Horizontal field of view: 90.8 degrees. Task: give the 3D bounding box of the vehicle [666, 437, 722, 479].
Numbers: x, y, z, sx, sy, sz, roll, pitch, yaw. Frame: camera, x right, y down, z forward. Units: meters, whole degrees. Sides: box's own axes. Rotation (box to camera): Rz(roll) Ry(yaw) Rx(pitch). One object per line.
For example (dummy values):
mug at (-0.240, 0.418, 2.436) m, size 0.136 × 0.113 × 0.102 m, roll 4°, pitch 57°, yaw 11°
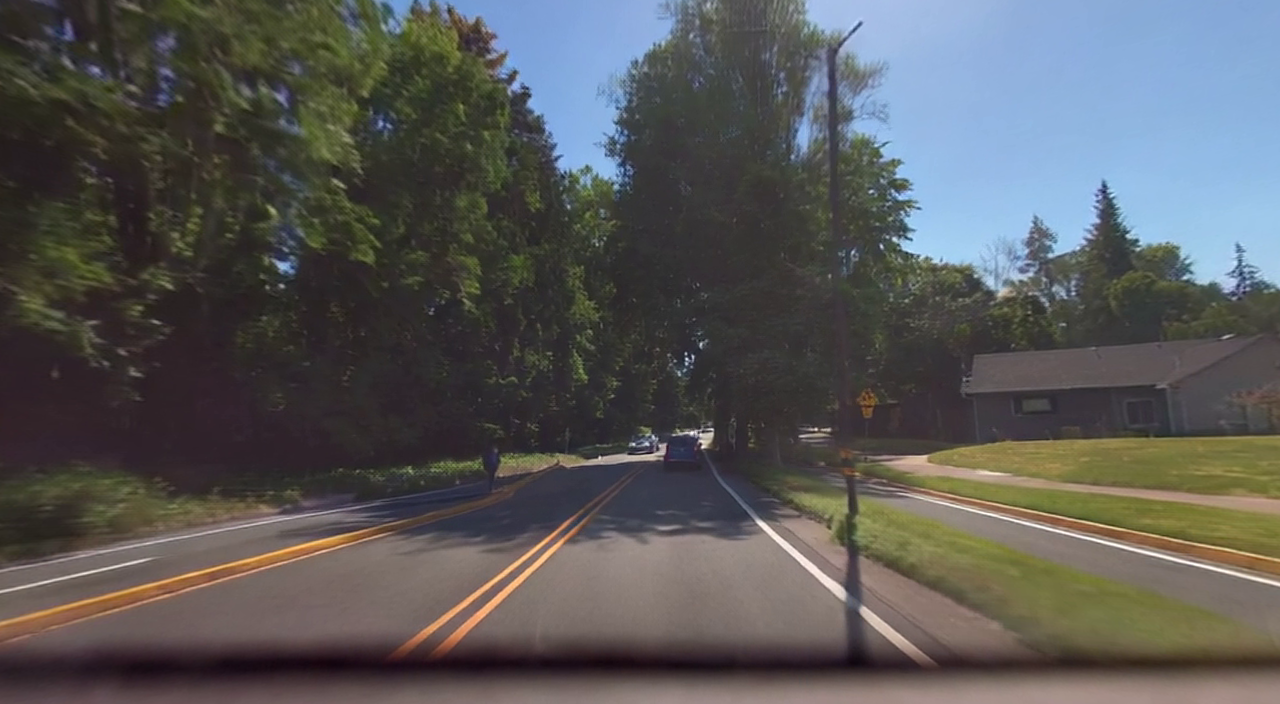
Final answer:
vehicle at (2.440, 4.608, 27.665) m, size 2.216 × 1.708 × 4.110 m, roll -1°, pitch -9°, yaw 7°
